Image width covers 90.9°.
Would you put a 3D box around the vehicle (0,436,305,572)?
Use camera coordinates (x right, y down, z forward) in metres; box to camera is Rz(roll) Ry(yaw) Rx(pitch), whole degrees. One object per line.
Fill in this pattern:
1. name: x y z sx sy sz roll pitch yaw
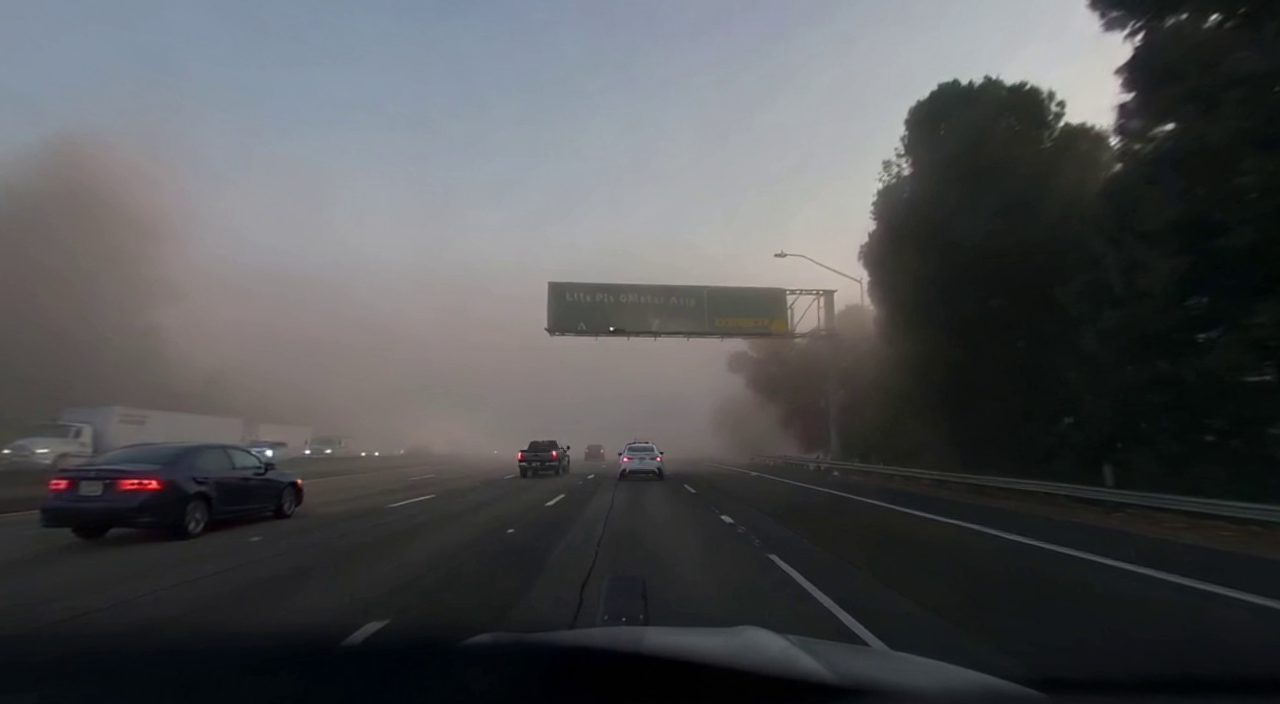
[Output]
1. vehicle: -7.244 2.014 9.317 1.974 1.464 4.733 0 -8 0

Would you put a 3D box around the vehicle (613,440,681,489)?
1. vehicle: 0.172 3.763 21.449 2.082 1.482 4.126 0 -8 -1

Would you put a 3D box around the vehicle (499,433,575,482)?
1. vehicle: -4.012 4.226 25.458 2.289 1.777 4.534 0 -8 0
